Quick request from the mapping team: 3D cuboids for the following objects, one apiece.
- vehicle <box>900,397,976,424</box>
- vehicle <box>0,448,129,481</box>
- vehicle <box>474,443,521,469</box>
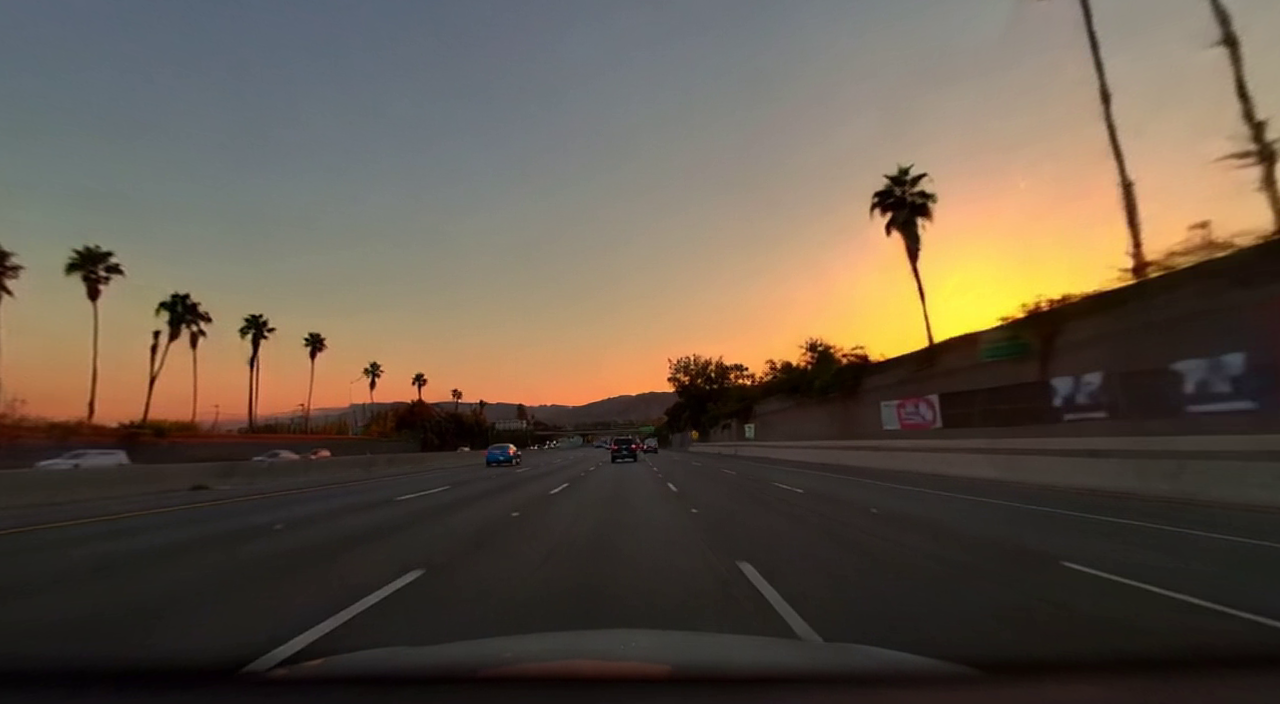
[{"bbox_3d":[17.205,3.398,36.560,3.539,1.395,1.688,0,-9,-1],"label":"vehicle"},{"bbox_3d":[-33.519,6.497,37.008,2.171,1.758,5.944,0,-9,0],"label":"vehicle"},{"bbox_3d":[-8.833,6.487,39.559,1.971,1.552,4.465,0,-9,-1],"label":"vehicle"}]
